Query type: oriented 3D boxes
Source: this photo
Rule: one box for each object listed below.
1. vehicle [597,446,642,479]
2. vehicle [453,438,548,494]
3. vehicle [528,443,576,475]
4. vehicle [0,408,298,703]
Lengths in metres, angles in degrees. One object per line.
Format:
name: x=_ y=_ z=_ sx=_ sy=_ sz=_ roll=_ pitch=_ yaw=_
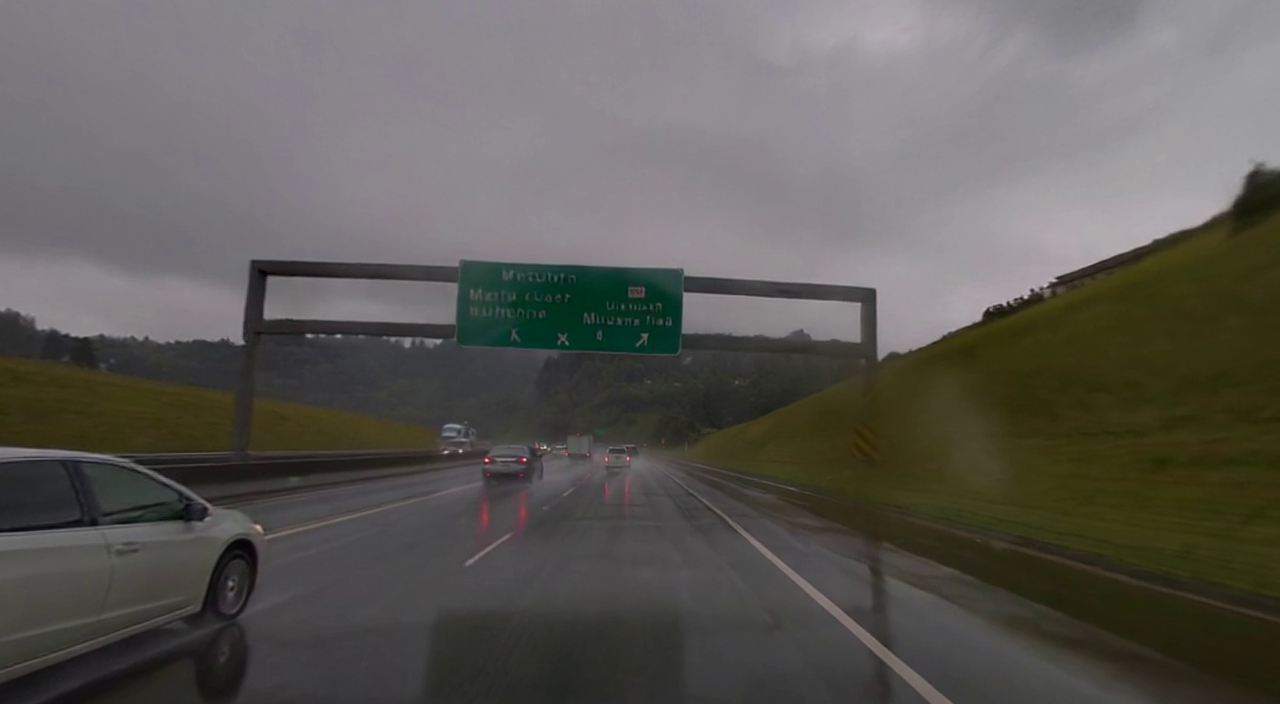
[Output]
vehicle: x=-0.970 y=5.257 z=30.128 sx=1.988 sy=1.440 sz=4.201 roll=0 pitch=-9 yaw=-2
vehicle: x=-4.442 y=3.701 z=20.796 sx=2.208 sy=1.619 sz=4.162 roll=0 pitch=-9 yaw=0
vehicle: x=-4.780 y=5.898 z=34.849 sx=2.118 sy=1.624 sz=4.032 roll=0 pitch=-9 yaw=-1
vehicle: x=-3.877 y=1.087 z=3.334 sx=1.892 sy=1.492 sz=3.940 roll=0 pitch=-9 yaw=0
